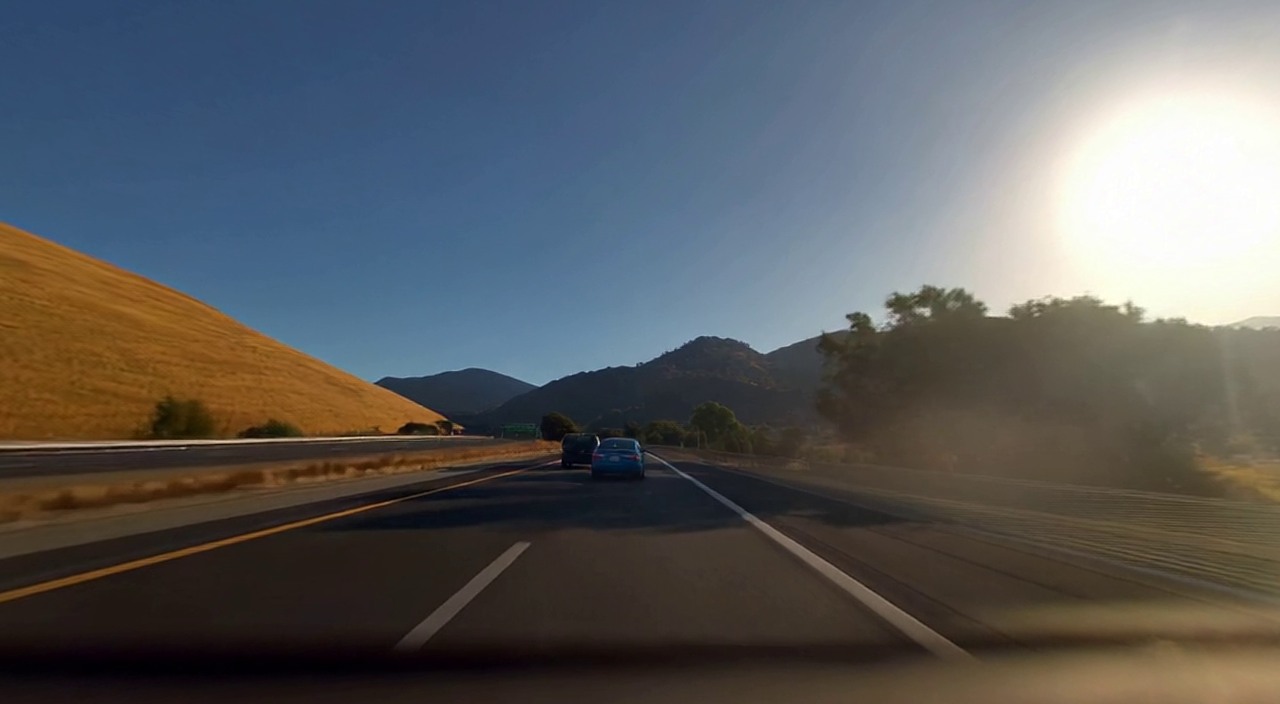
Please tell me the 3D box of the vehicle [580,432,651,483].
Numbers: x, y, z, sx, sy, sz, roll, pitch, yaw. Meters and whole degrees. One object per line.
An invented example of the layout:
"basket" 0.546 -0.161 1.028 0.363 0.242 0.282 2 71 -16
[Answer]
"vehicle" -0.686 3.484 21.075 2.097 1.511 4.585 0 -8 1

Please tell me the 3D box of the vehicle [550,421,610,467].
"vehicle" -2.996 4.793 32.876 2.444 2.204 5.568 0 -9 1
